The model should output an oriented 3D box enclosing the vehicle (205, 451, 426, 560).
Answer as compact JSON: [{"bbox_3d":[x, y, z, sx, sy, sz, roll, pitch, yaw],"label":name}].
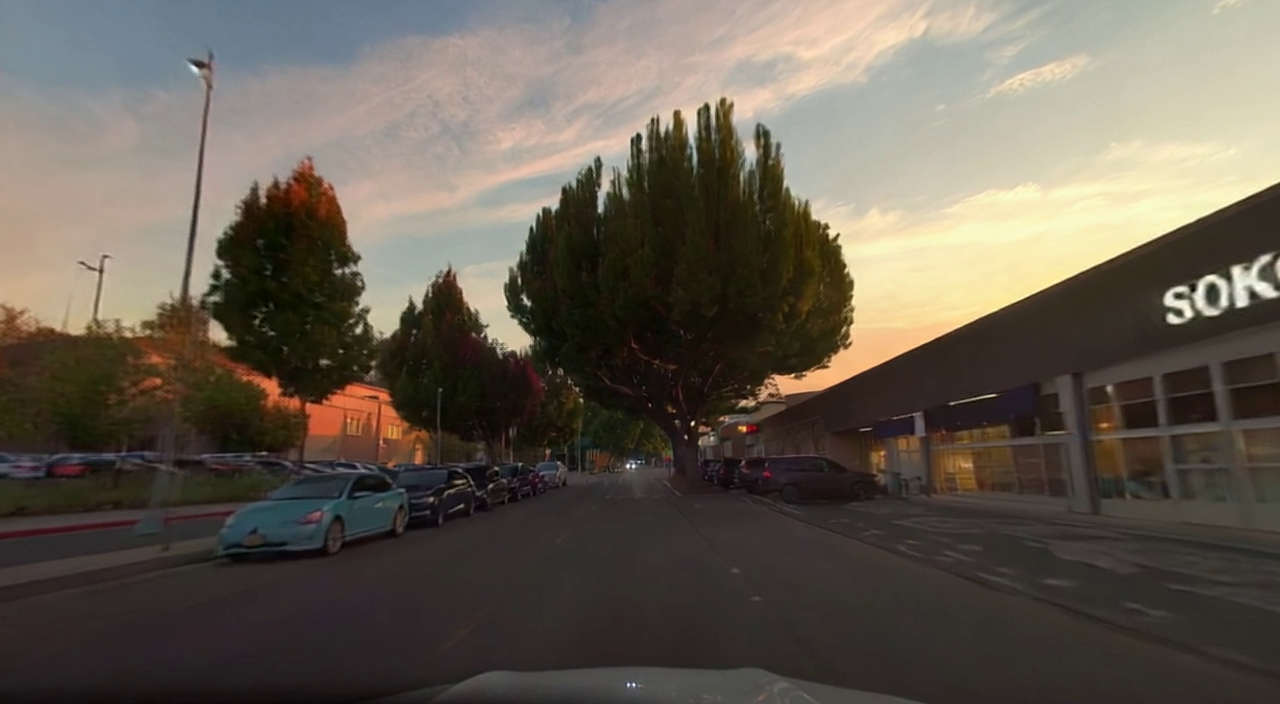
[{"bbox_3d":[-5.764,2.786,11.982,1.832,1.623,4.424,1,-11,0],"label":"vehicle"}]

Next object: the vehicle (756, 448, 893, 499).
[{"bbox_3d":[6.415,4.278,22.249,4.193,1.665,1.924,1,-11,-2],"label":"vehicle"}]

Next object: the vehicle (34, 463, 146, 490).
[{"bbox_3d":[-31.639,7.175,36.357,4.471,1.462,1.974,1,-11,-1],"label":"vehicle"}]
